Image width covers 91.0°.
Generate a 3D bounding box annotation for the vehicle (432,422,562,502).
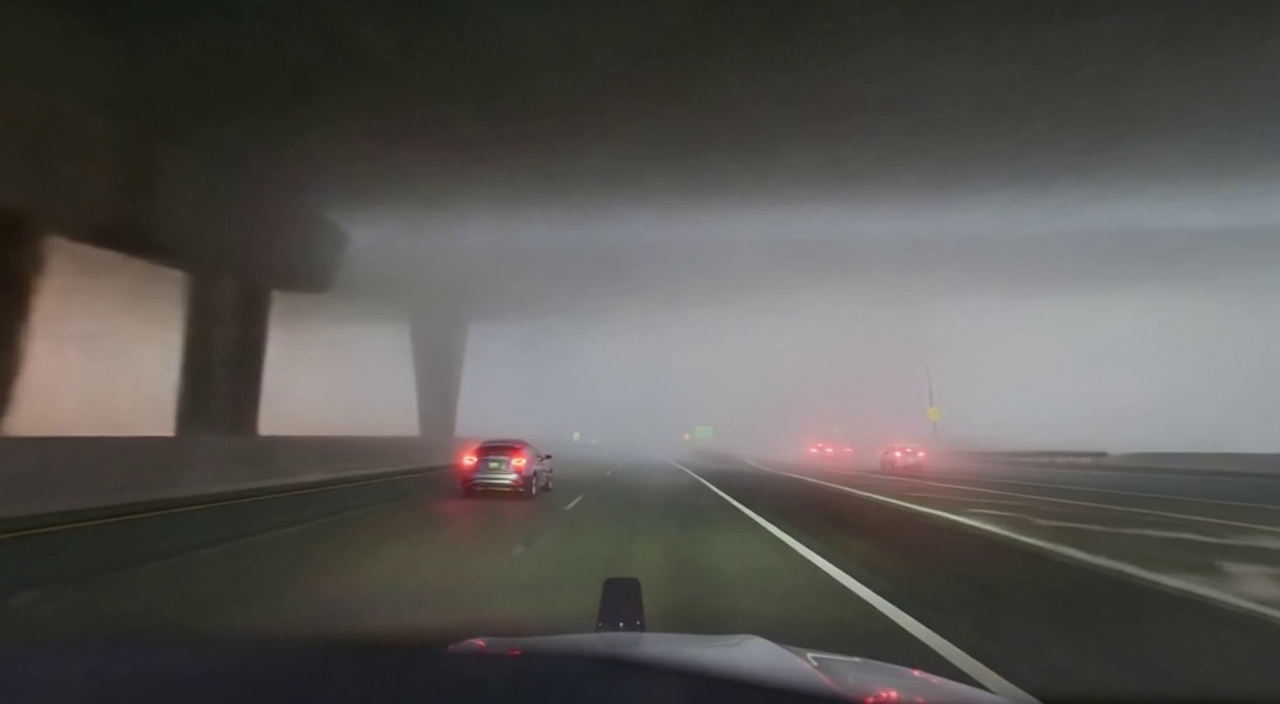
[{"bbox_3d":[-3.427,2.760,16.198,2.203,1.734,4.600,0,-9,1],"label":"vehicle"}]
